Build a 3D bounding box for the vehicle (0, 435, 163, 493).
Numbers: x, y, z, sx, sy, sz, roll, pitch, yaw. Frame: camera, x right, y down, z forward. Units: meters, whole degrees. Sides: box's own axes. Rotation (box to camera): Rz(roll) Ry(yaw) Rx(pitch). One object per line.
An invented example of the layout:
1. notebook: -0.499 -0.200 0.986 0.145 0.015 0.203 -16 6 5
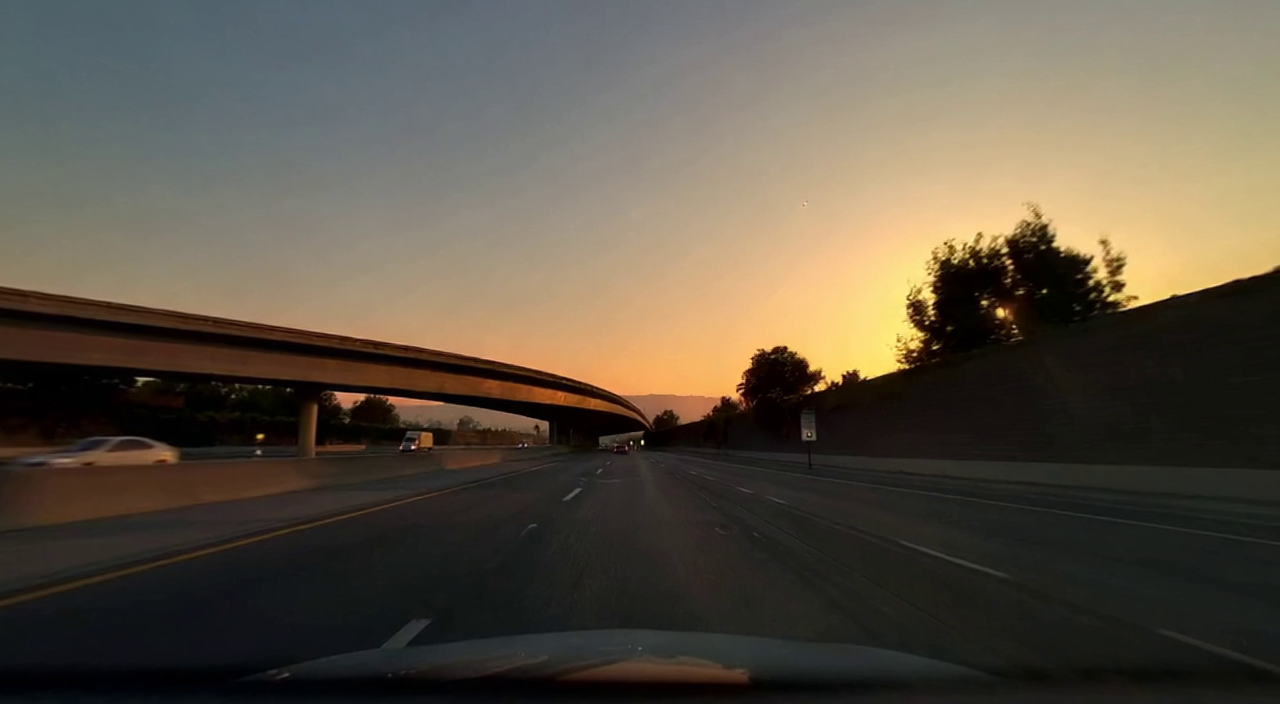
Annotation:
1. vehicle: -16.898 3.225 18.577 1.978 1.483 4.662 0 -8 0
